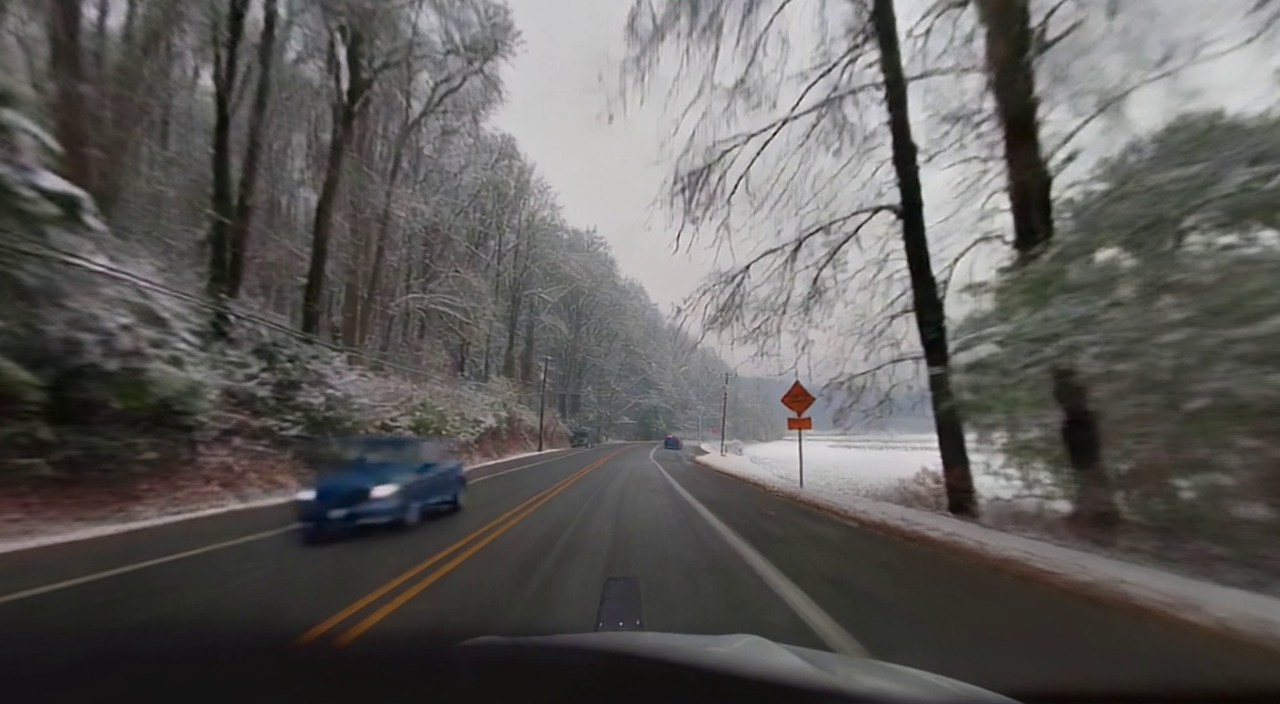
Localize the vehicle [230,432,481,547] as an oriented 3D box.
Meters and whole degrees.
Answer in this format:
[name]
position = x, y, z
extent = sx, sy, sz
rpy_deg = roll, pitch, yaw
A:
[vehicle]
position = -4.288, 2.131, 10.542
extent = 2.083, 1.476, 4.513
rpy_deg = 0, -9, 0
